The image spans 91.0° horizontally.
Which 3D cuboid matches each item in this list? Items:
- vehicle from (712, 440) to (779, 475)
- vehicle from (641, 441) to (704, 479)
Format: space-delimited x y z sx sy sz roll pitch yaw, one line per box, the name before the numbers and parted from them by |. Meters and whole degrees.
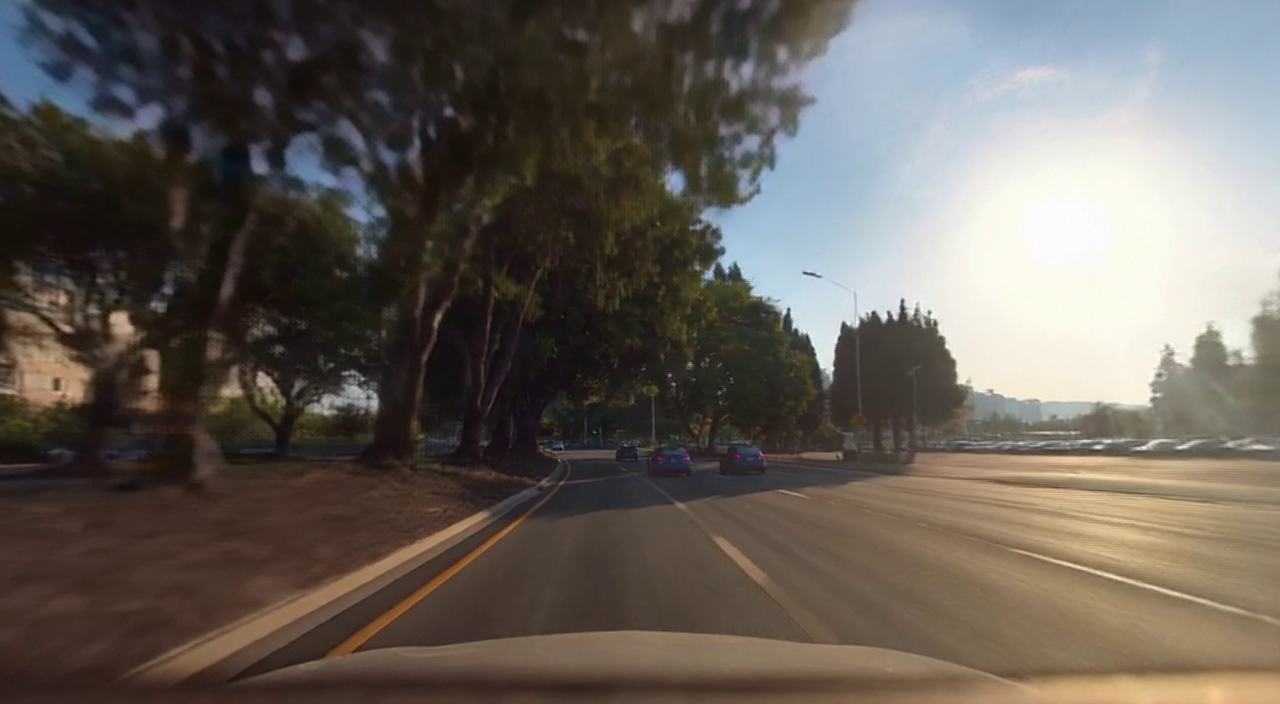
vehicle | 4.730 4.795 28.981 1.901 1.474 4.363 1 -8 -6
vehicle | 1.281 4.536 26.748 2.077 1.464 4.134 1 -8 -6
